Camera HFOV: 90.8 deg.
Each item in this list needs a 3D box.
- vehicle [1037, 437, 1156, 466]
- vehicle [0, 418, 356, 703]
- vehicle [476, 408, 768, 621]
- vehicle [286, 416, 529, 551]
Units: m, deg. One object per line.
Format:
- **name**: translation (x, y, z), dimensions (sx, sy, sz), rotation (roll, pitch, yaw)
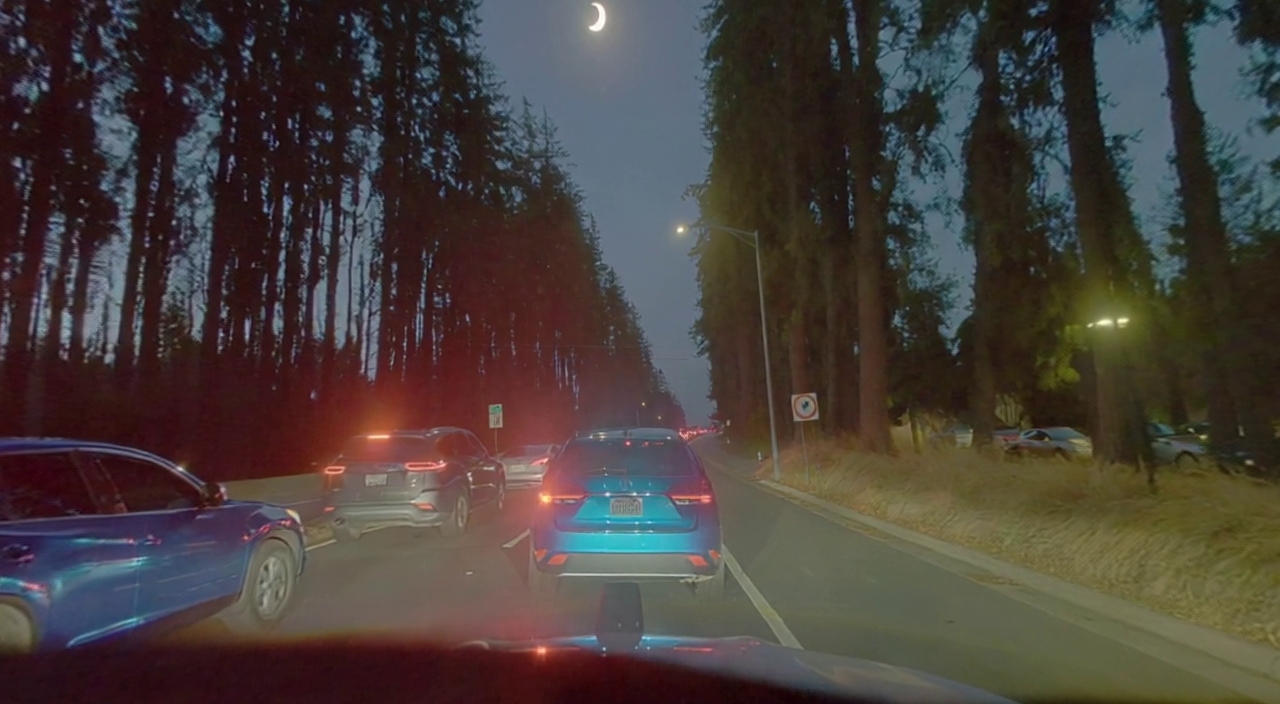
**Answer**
- **vehicle**: translation (28.470, 6.208, 39.476), dimensions (5.955, 1.702, 2.166), rotation (1, -8, -6)
- **vehicle**: translation (-3.684, 1.161, 3.637), dimensions (1.922, 1.464, 4.424), rotation (0, -8, 2)
- **vehicle**: translation (-0.039, 1.524, 6.838), dimensions (2.229, 1.591, 3.897), rotation (-1, -8, 3)
- **vehicle**: translation (-3.462, 2.063, 10.648), dimensions (2.188, 1.745, 4.618), rotation (0, -8, 2)
